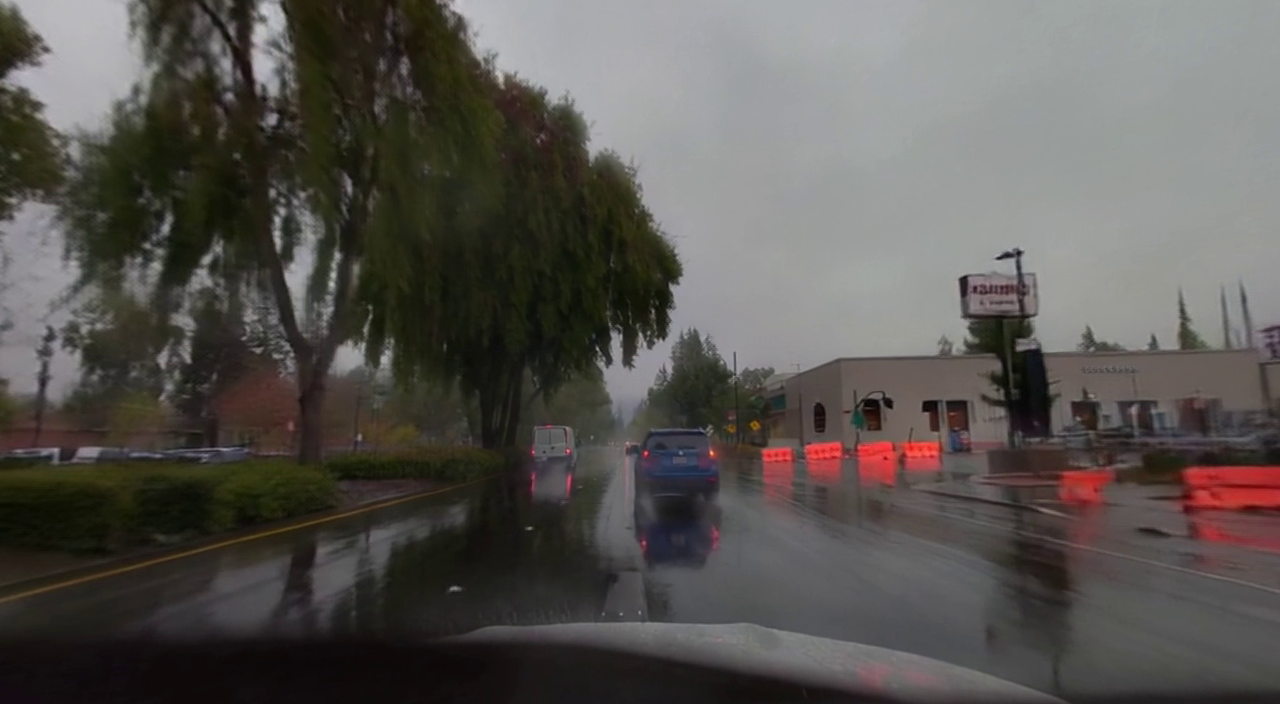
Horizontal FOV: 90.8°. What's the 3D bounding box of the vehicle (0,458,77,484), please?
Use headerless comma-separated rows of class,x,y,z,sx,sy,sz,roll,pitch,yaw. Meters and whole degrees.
vehicle,-38.314,7.524,40.144,1.821,1.463,4.434,2,-9,-15

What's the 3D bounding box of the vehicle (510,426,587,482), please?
vehicle,-3.605,4.174,26.078,2.357,2.063,5.488,0,-8,0

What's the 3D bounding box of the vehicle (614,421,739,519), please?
vehicle,0.566,2.424,13.433,2.168,1.725,4.192,0,-8,-3
